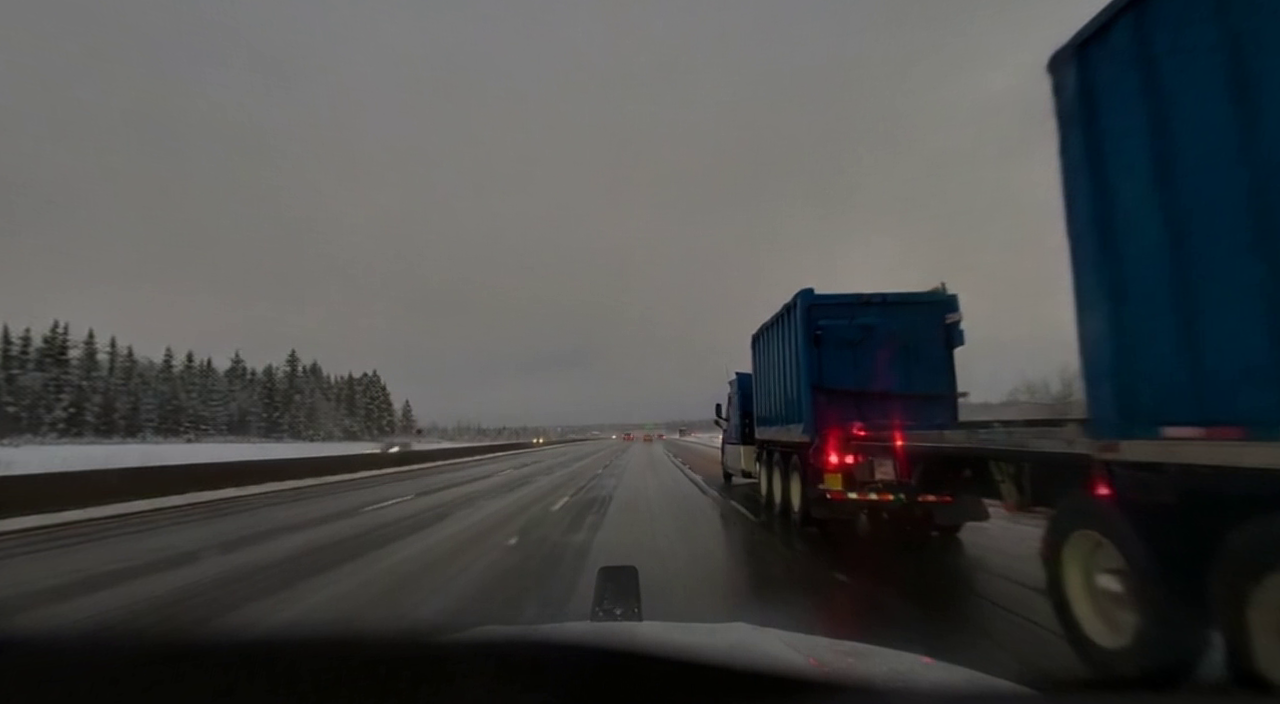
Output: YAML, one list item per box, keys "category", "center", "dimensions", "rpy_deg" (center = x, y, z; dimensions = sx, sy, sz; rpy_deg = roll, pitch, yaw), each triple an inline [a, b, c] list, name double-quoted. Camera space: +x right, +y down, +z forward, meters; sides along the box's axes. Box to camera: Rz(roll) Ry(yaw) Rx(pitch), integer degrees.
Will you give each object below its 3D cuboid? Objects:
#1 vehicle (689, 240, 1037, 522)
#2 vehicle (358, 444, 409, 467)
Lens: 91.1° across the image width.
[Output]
- category: "vehicle"
  center: [3.326, 1.155, 14.228]
  dimensions: [3.446, 3.698, 12.089]
  rpy_deg: [0, -8, 0]
- category: "vehicle"
  center: [-18.436, 7.455, 45.407]
  dimensions: [1.813, 1.492, 4.413]
  rpy_deg: [0, -8, 0]
